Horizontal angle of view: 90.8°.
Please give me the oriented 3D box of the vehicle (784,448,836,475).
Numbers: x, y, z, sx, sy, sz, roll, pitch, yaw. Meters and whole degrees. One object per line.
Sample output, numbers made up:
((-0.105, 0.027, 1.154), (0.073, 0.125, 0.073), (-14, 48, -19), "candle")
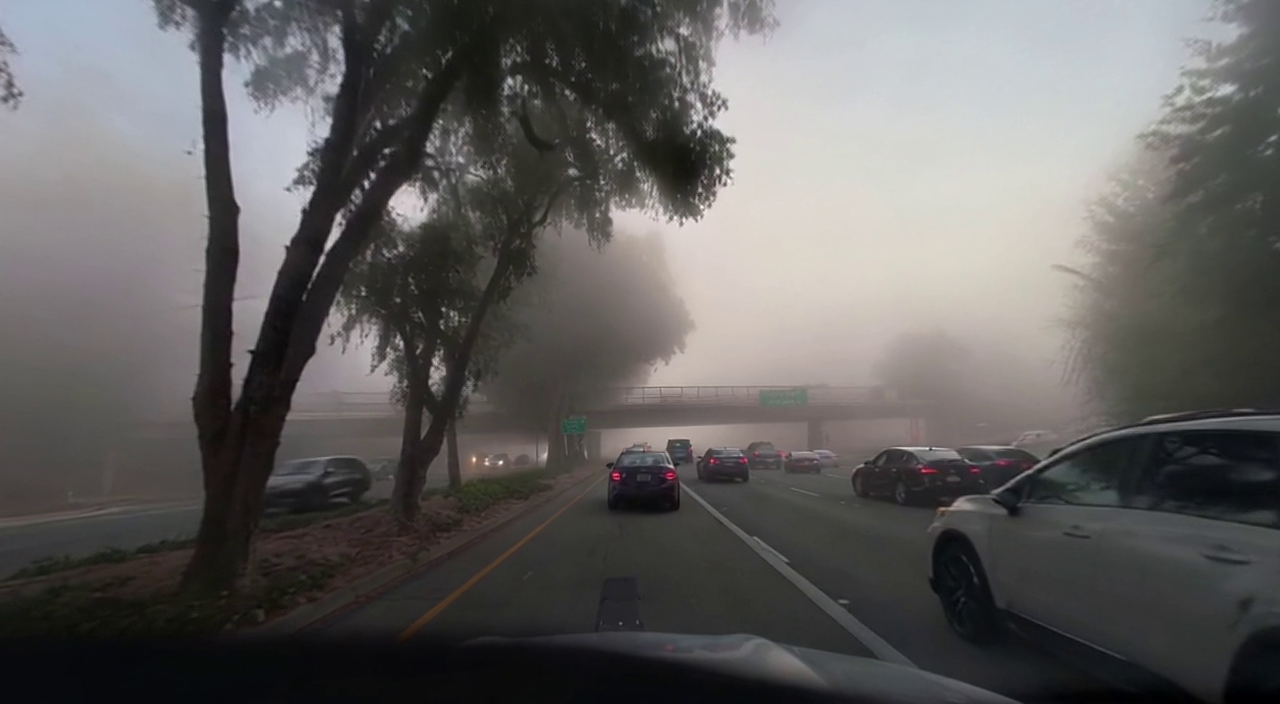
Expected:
((9.884, 6.365, 36.972), (1.839, 1.453, 3.992), (0, -9, -1), "vehicle")

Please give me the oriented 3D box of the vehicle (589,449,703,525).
((0.085, 2.709, 13.229), (2.027, 1.341, 3.775), (0, -9, -1), "vehicle")

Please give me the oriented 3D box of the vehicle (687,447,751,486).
((3.165, 4.677, 26.186), (1.962, 1.431, 4.205), (0, -9, -2), "vehicle")

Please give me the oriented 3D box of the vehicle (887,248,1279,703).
((3.509, 0.735, 2.482), (2.719, 2.033, 5.876), (0, -9, 0), "vehicle")

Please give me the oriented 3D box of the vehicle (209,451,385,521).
((-8.727, 3.405, 16.705), (2.010, 1.524, 4.705), (0, -9, 0), "vehicle")
